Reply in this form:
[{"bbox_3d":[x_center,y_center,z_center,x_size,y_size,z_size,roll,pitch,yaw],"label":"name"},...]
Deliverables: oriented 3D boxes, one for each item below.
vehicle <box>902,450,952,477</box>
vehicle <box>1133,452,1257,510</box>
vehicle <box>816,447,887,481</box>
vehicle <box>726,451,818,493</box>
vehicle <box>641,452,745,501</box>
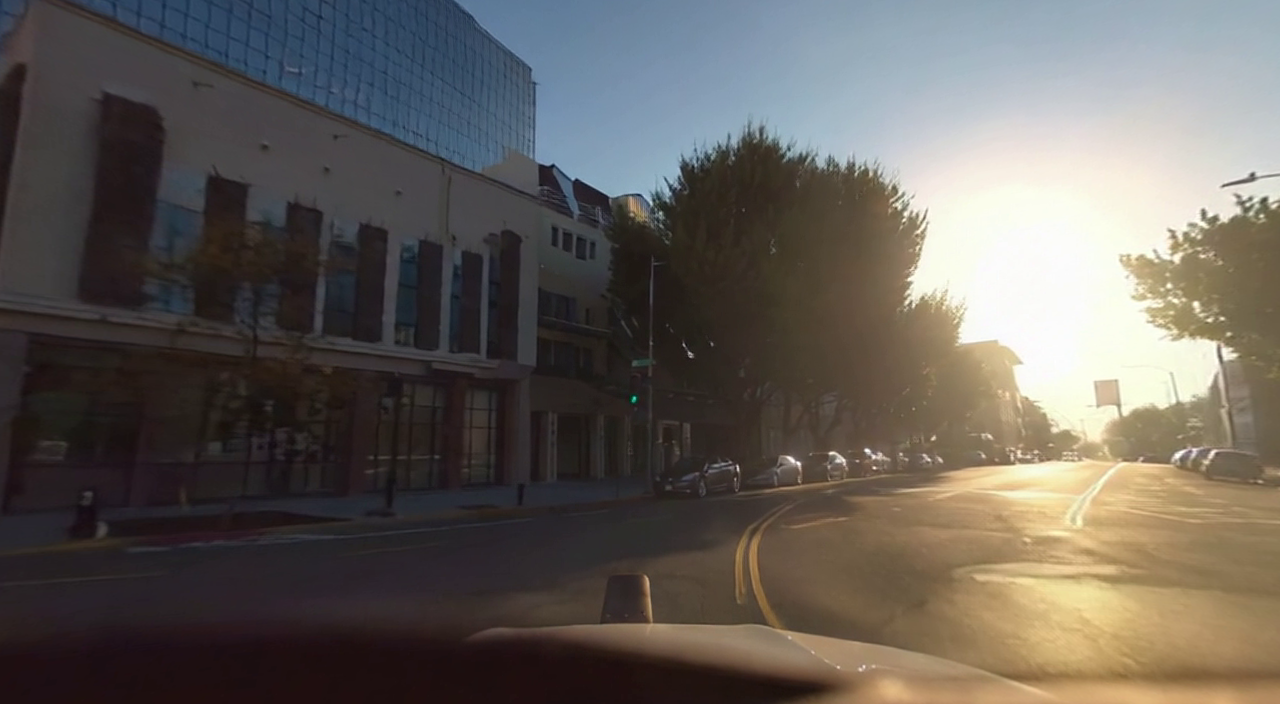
[{"bbox_3d":[17.317,6.686,37.946,1.852,1.465,4.092,-6,-11,36],"label":"vehicle"},{"bbox_3d":[16.794,3.852,19.351,2.148,1.488,4.508,-6,-10,33],"label":"vehicle"},{"bbox_3d":[12.564,6.544,37.196,2.171,1.816,5.274,-7,-11,39],"label":"vehicle"},{"bbox_3d":[6.020,5.327,28.331,2.179,1.658,4.765,-7,-11,37],"label":"vehicle"},{"bbox_3d":[2.092,4.632,23.879,1.922,1.628,4.291,-7,-11,36],"label":"vehicle"}]
